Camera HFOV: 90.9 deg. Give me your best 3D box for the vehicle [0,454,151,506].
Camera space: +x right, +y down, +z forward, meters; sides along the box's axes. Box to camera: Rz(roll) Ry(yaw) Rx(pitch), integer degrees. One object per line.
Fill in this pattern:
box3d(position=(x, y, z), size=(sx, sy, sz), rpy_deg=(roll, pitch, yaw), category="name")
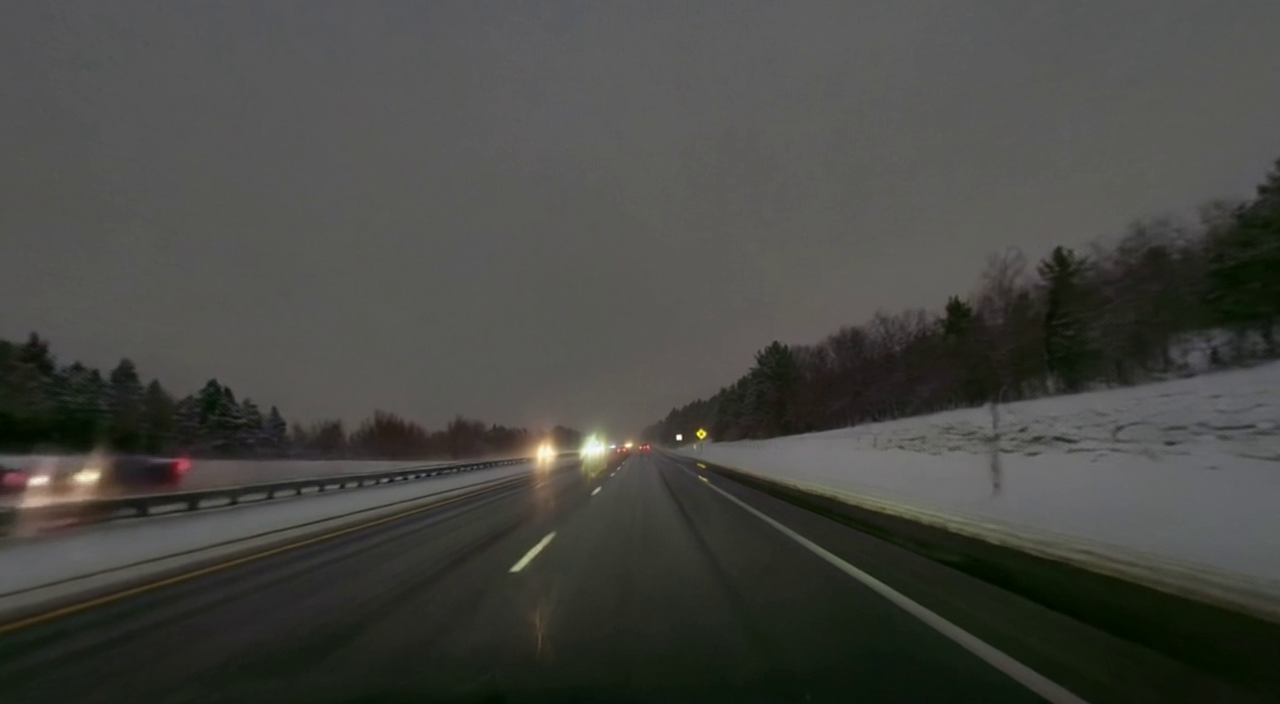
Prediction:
box3d(position=(-19.140, 4.189, 21.085), size=(1.878, 1.448, 4.573), rpy_deg=(0, -9, 1), category="vehicle")
